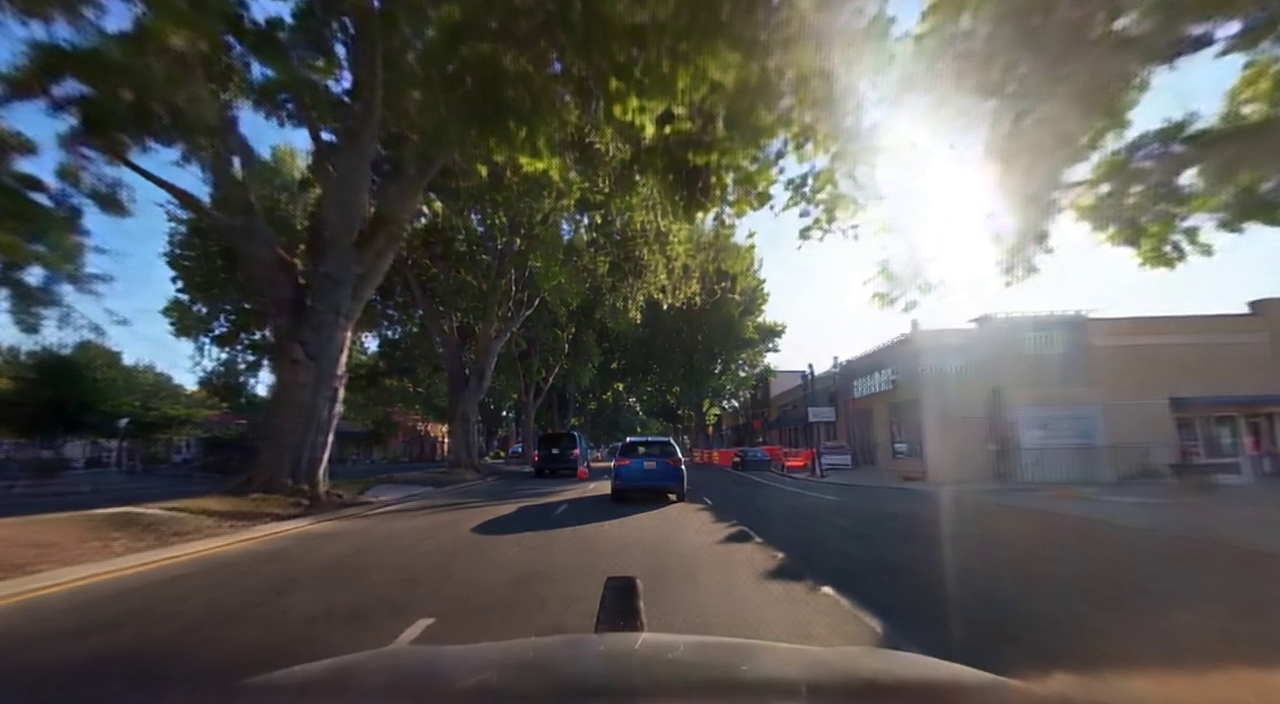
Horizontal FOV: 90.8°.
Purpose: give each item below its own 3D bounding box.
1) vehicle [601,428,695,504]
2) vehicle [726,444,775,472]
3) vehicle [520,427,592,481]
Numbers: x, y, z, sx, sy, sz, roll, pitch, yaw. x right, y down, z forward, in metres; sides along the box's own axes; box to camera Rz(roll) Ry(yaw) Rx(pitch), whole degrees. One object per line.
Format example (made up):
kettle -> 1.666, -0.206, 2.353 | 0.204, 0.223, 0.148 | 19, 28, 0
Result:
vehicle -> 0.122, 2.951, 16.762 | 2.168, 1.725, 4.192 | 0, -8, -2
vehicle -> 6.557, 6.333, 37.866 | 2.076, 1.535, 4.460 | 1, -9, -1
vehicle -> -3.485, 4.390, 27.465 | 2.357, 2.063, 5.488 | 0, -8, 0
